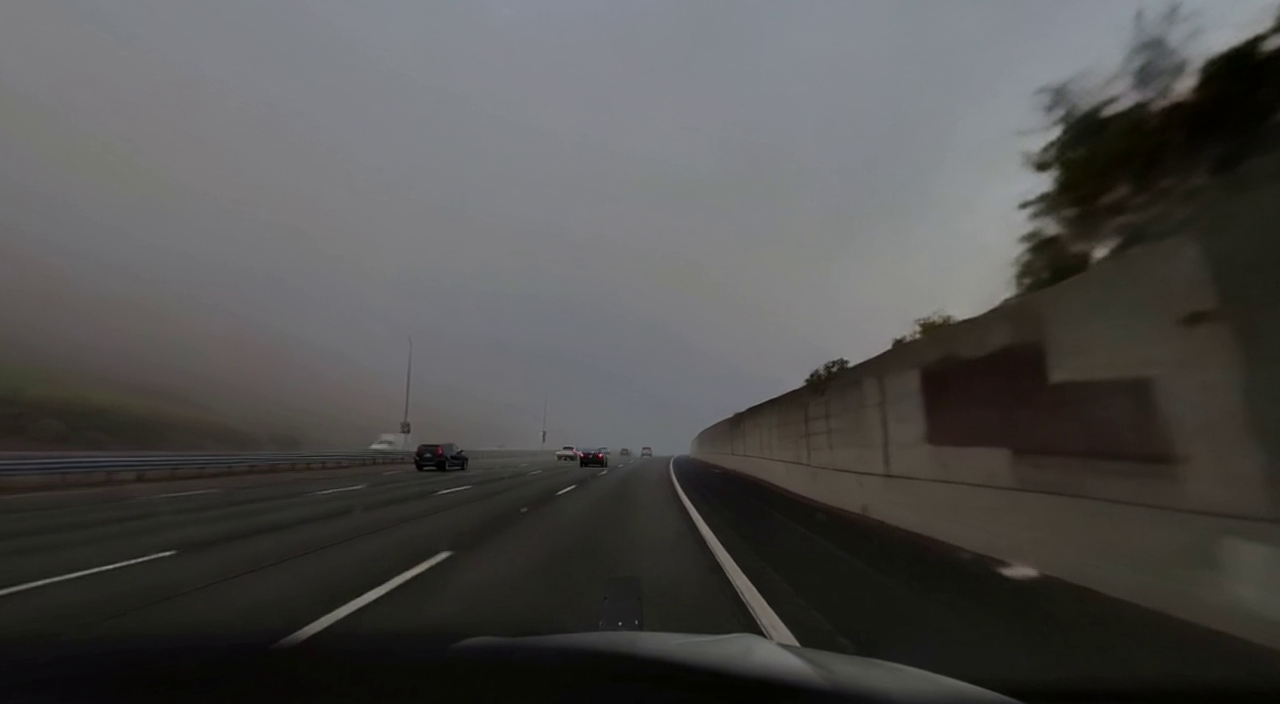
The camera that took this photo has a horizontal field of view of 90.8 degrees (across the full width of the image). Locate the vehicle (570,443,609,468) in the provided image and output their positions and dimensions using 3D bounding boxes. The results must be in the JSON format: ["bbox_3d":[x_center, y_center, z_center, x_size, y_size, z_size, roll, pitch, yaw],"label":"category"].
[{"bbox_3d":[-3.068,6.444,39.446,1.931,1.492,4.076,0,-8,2],"label":"vehicle"}]

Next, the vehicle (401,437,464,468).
[{"bbox_3d":[-12.681,6.173,38.987,2.076,1.766,4.831,0,-8,2],"label":"vehicle"}]
